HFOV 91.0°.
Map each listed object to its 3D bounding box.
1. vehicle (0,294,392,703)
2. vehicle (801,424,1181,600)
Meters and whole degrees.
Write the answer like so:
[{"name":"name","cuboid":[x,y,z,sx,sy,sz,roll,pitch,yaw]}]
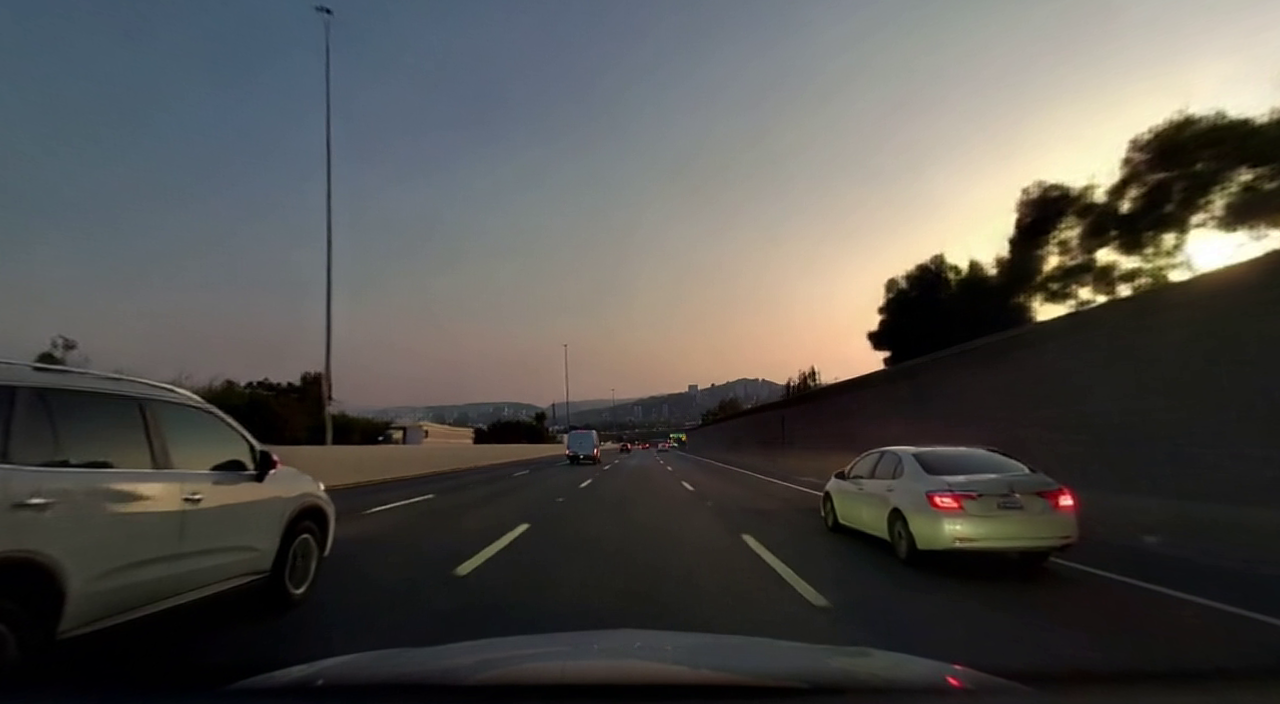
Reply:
[{"name":"vehicle","cuboid":[-3.674,0.846,3.452,2.285,1.853,5.564,0,-9,1]},{"name":"vehicle","cuboid":[3.757,1.800,8.104,2.047,1.532,4.884,0,-9,0]}]
